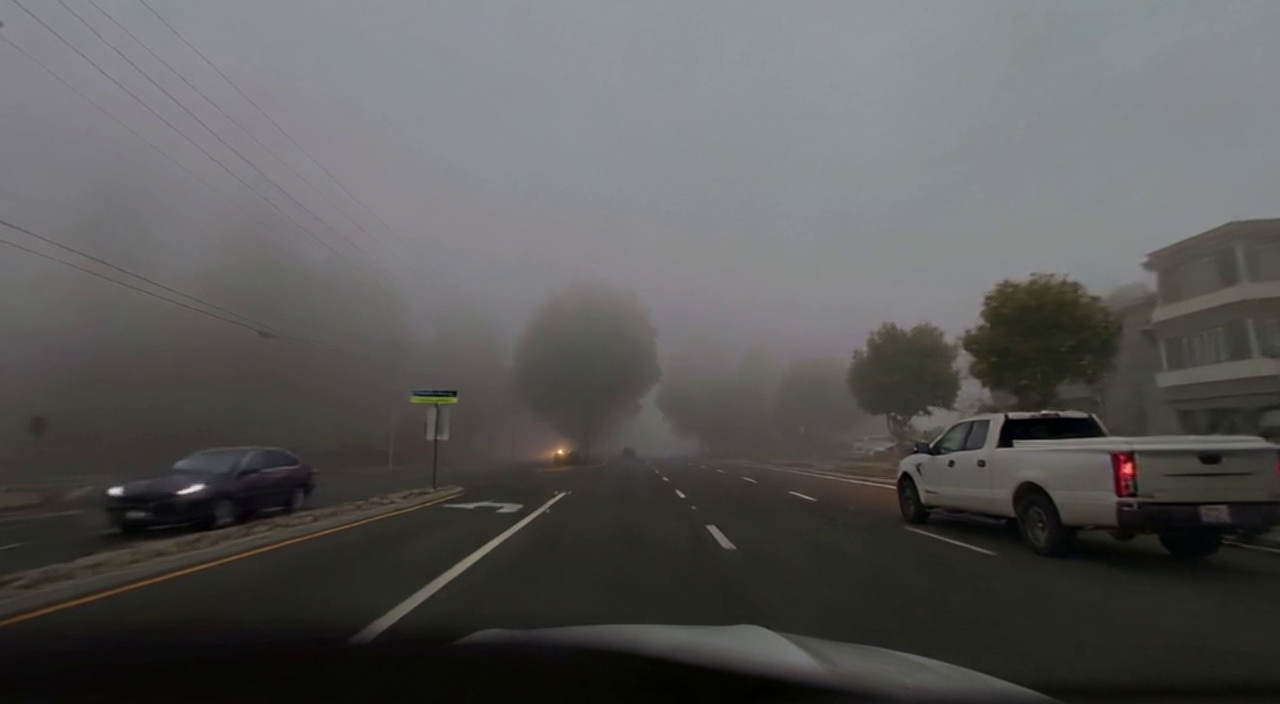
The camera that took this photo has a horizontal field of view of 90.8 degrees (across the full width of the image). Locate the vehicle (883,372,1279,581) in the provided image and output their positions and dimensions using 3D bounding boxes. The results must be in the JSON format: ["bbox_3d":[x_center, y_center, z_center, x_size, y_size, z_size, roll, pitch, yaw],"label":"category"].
[{"bbox_3d":[5.998,1.618,9.057,2.493,1.956,6.125,0,-9,-1],"label":"vehicle"}]

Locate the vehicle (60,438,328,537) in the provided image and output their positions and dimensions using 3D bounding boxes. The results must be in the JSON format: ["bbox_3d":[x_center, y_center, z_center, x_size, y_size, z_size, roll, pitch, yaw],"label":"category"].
[{"bbox_3d":[-8.536,2.593,12.772,2.140,1.609,4.460,0,-9,0],"label":"vehicle"}]
